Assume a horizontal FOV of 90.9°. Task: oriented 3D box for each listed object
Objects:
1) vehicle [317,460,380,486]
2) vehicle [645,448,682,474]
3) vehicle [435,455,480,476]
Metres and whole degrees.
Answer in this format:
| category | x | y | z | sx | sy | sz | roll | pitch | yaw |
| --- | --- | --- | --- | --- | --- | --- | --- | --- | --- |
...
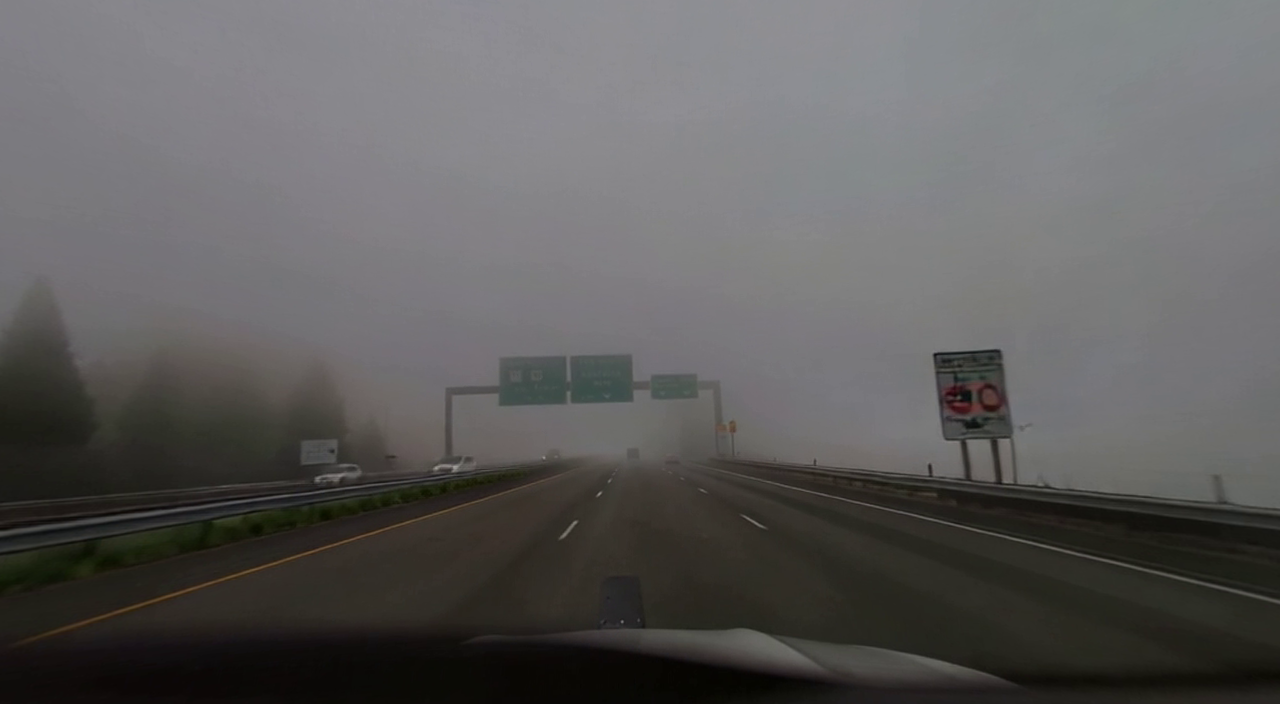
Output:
| category | x | y | z | sx | sy | sz | roll | pitch | yaw |
| --- | --- | --- | --- | --- | --- | --- | --- | --- | --- |
| vehicle | -18.519 | 7.672 | 40.309 | 1.965 | 1.483 | 4.594 | 0 | -9 | -2 |
| vehicle | 1.333 | 6.401 | 37.087 | 2.036 | 1.457 | 3.471 | 0 | -9 | -1 |
| vehicle | -13.625 | 8.494 | 47.285 | 2.100 | 1.447 | 4.656 | 0 | -9 | -2 |
